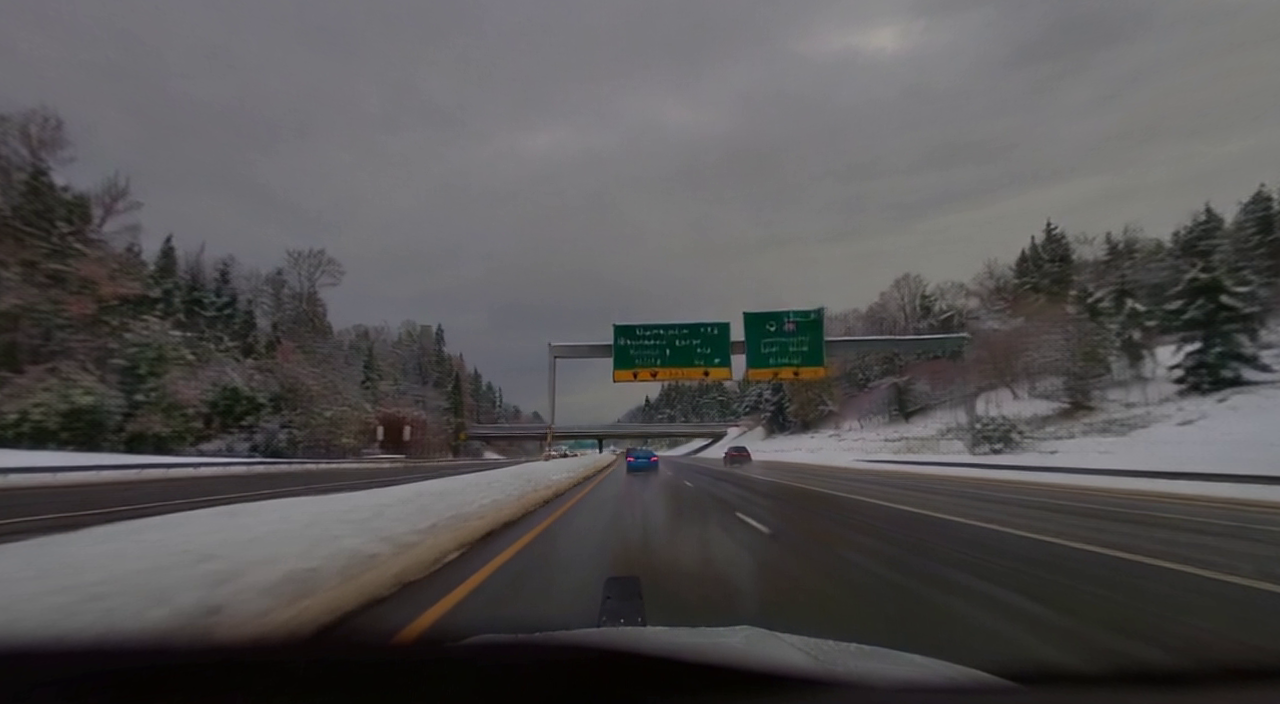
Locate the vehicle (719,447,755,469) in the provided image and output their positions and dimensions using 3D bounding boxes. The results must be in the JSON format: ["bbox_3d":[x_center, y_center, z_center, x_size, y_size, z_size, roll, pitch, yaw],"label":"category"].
[{"bbox_3d":[7.331,8.051,48.082,2.006,1.639,4.087,0,-9,-1],"label":"vehicle"}]

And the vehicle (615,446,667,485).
[{"bbox_3d":[0.004,4.853,27.256,2.069,1.523,4.012,0,-9,-1],"label":"vehicle"}]
